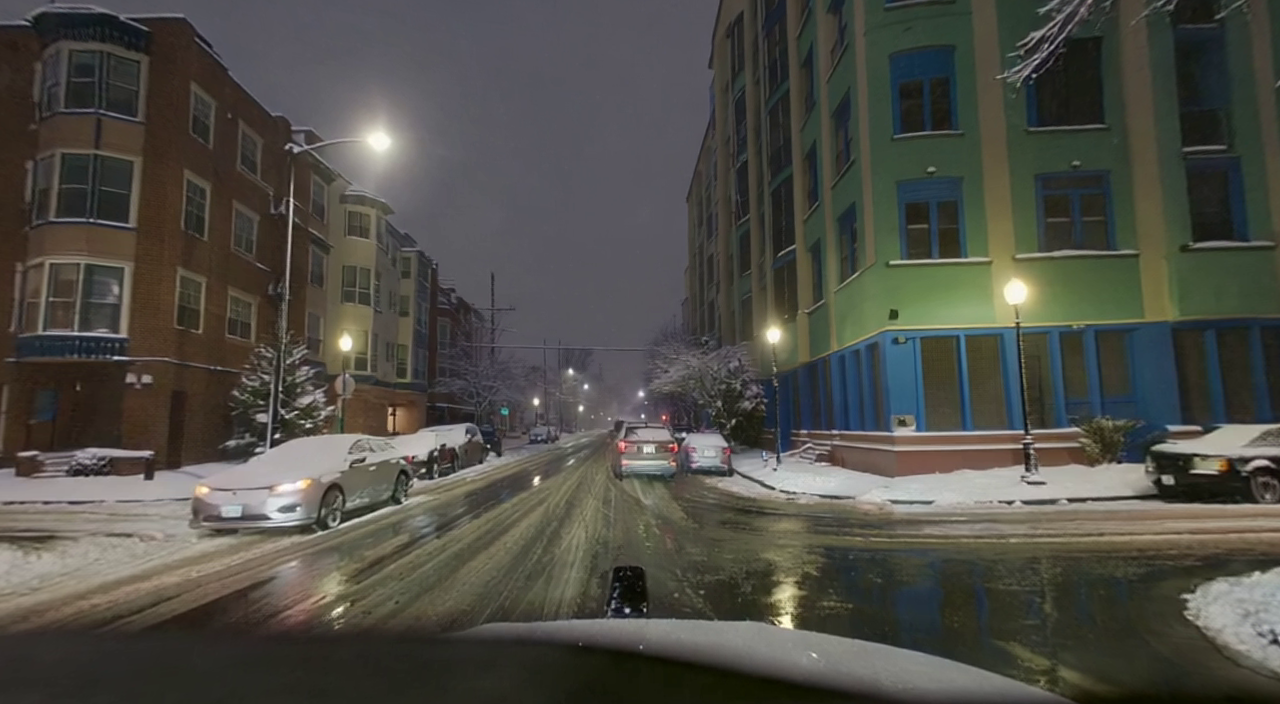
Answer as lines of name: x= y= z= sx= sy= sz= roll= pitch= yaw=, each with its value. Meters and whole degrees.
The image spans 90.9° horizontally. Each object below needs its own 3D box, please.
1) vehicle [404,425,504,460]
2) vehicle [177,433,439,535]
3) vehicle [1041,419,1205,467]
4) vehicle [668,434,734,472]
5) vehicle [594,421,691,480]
vehicle: x=-11.443 y=5.591 z=38.871 sx=5.540 sy=1.950 sz=2.113 roll=4 pitch=-12 yaw=-28
vehicle: x=-5.638 y=2.301 z=11.736 sx=2.226 sy=1.465 sz=5.034 roll=0 pitch=-8 yaw=-1
vehicle: x=15.317 y=2.916 z=20.146 sx=3.752 sy=1.453 sz=1.709 roll=0 pitch=-9 yaw=2
vehicle: x=2.476 y=4.281 z=26.892 sx=2.290 sy=1.456 sz=4.503 roll=0 pitch=-8 yaw=-1
vehicle: x=-0.063 y=3.440 z=22.163 sx=2.412 sy=1.834 sz=4.636 roll=2 pitch=-9 yaw=-13
